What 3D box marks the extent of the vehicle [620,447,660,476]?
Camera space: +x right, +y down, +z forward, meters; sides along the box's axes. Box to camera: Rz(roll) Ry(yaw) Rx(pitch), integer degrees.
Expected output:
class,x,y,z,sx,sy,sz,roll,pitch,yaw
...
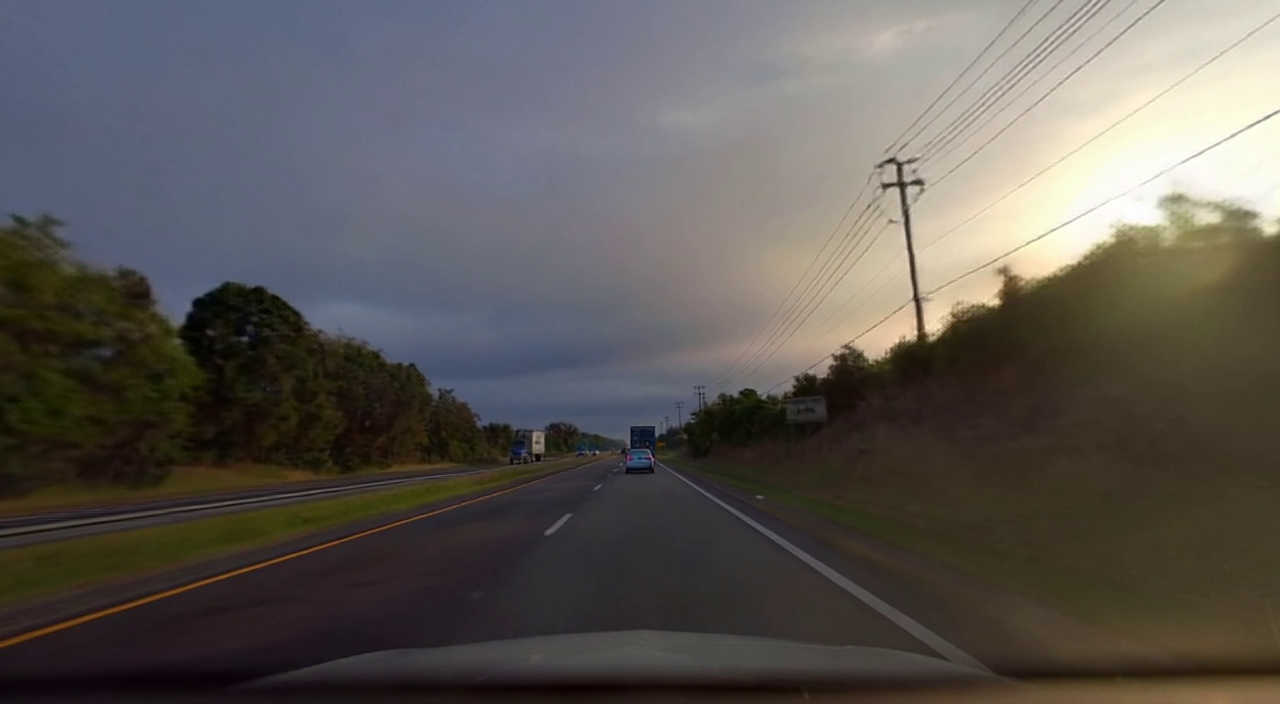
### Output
class,x,y,z,sx,sy,sz,roll,pitch,yaw
vehicle,-0.056,6.029,34.976,2.080,1.486,3.813,0,-9,-1
